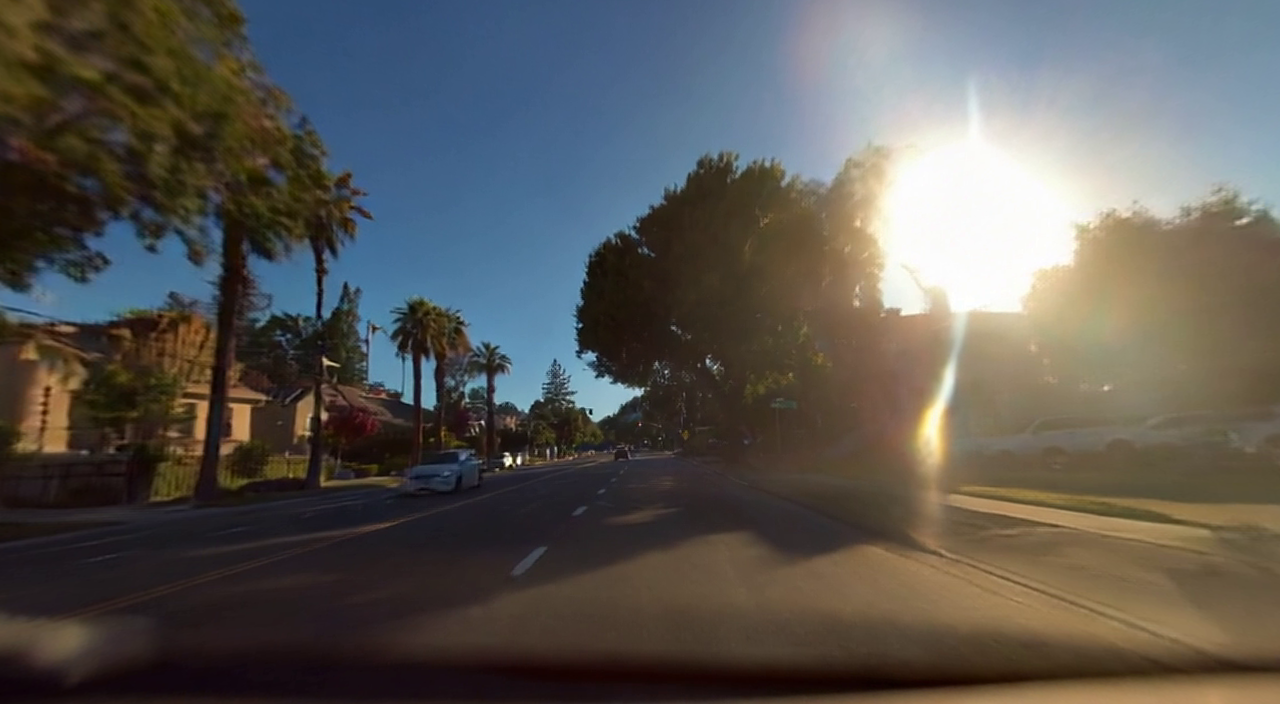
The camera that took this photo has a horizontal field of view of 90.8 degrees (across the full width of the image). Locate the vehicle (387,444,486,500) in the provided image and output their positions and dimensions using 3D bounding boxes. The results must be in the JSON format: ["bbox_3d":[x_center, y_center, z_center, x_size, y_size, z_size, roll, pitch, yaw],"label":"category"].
[{"bbox_3d":[-7.227,4.265,22.996,1.992,1.802,4.602,-1,-8,1],"label":"vehicle"}]
